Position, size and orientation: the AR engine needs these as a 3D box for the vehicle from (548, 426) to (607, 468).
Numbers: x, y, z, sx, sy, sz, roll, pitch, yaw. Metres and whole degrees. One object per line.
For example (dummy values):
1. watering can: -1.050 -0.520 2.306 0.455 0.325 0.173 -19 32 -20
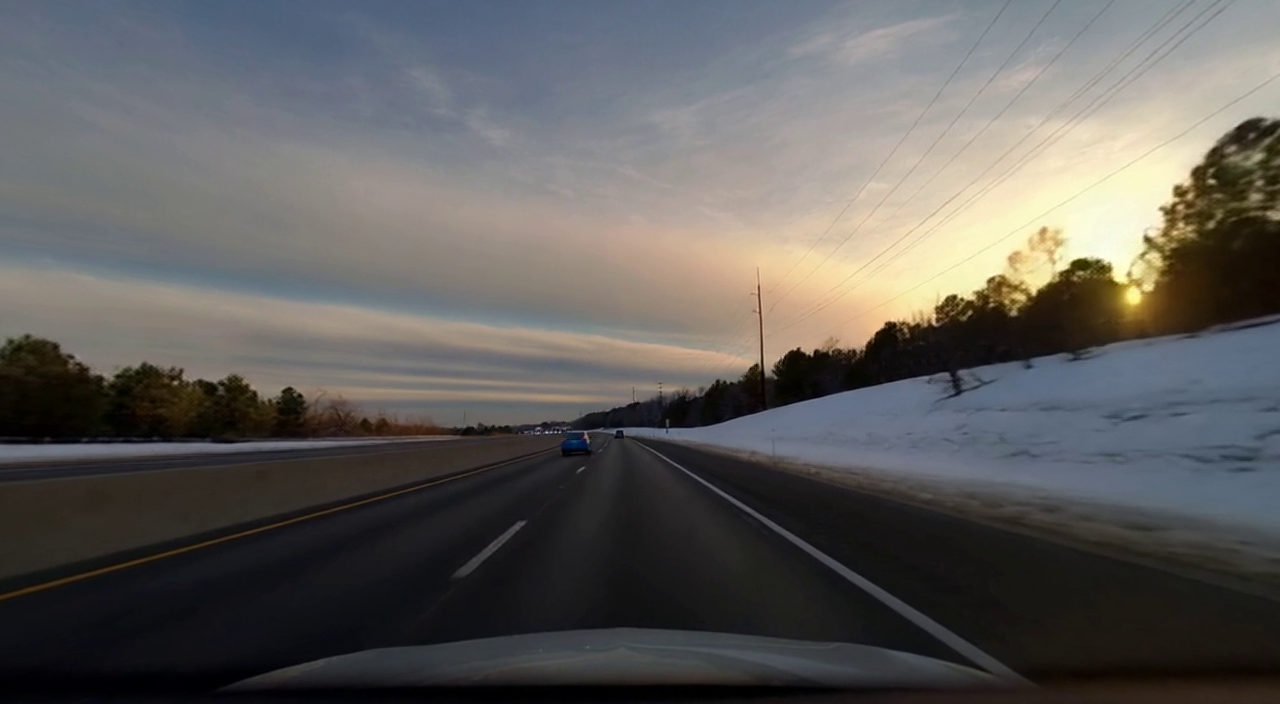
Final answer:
1. vehicle: -2.412 3.777 25.207 1.999 1.536 3.969 0 -8 0
